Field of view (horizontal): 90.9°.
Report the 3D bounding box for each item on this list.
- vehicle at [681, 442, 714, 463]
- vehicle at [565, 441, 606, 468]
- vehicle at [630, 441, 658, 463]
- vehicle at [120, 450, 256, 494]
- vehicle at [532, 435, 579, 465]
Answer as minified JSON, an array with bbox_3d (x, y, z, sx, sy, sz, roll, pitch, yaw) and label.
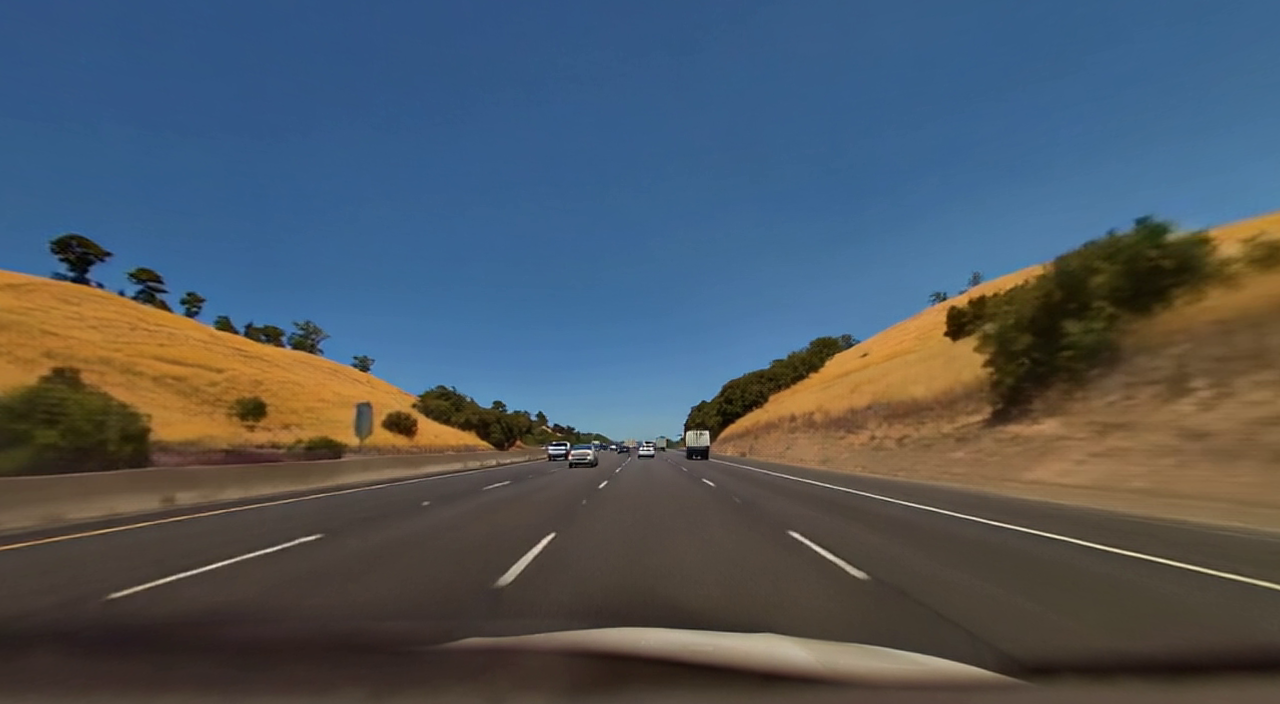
[{"bbox_3d":[4.341,7.625,47.973,2.027,1.525,4.348,0,-8,-1],"label":"vehicle"},{"bbox_3d":[-3.312,6.313,38.926,2.091,1.552,4.516,0,-8,0],"label":"vehicle"},{"bbox_3d":[0.265,7.554,47.650,2.031,1.566,3.904,0,-8,0],"label":"vehicle"},{"bbox_3d":[-17.095,4.510,24.177,1.818,1.460,4.527,0,-8,1],"label":"vehicle"},{"bbox_3d":[-6.245,7.282,47.242,2.589,2.063,6.206,0,-8,1],"label":"vehicle"}]
